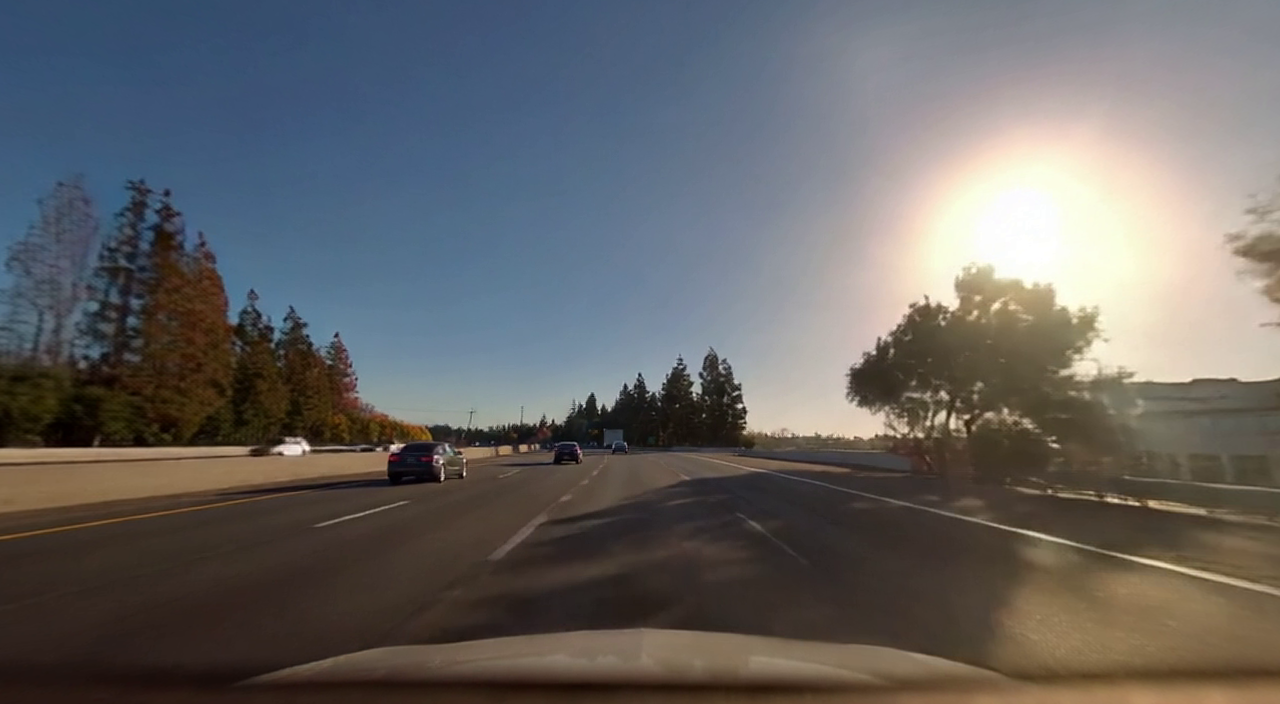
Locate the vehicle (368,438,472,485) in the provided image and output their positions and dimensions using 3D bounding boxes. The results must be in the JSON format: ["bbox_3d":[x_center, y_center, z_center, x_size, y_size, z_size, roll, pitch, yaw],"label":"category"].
[{"bbox_3d":[-7.626,3.829,22.434,2.038,1.463,4.656,0,-8,0],"label":"vehicle"}]

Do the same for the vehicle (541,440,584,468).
[{"bbox_3d":[-4.246,5.689,35.323,1.936,1.465,4.060,0,-8,-1],"label":"vehicle"}]

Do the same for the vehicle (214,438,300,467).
[{"bbox_3d":[-21.681,5.677,35.955,2.052,1.522,4.609,0,-8,-1],"label":"vehicle"}]
